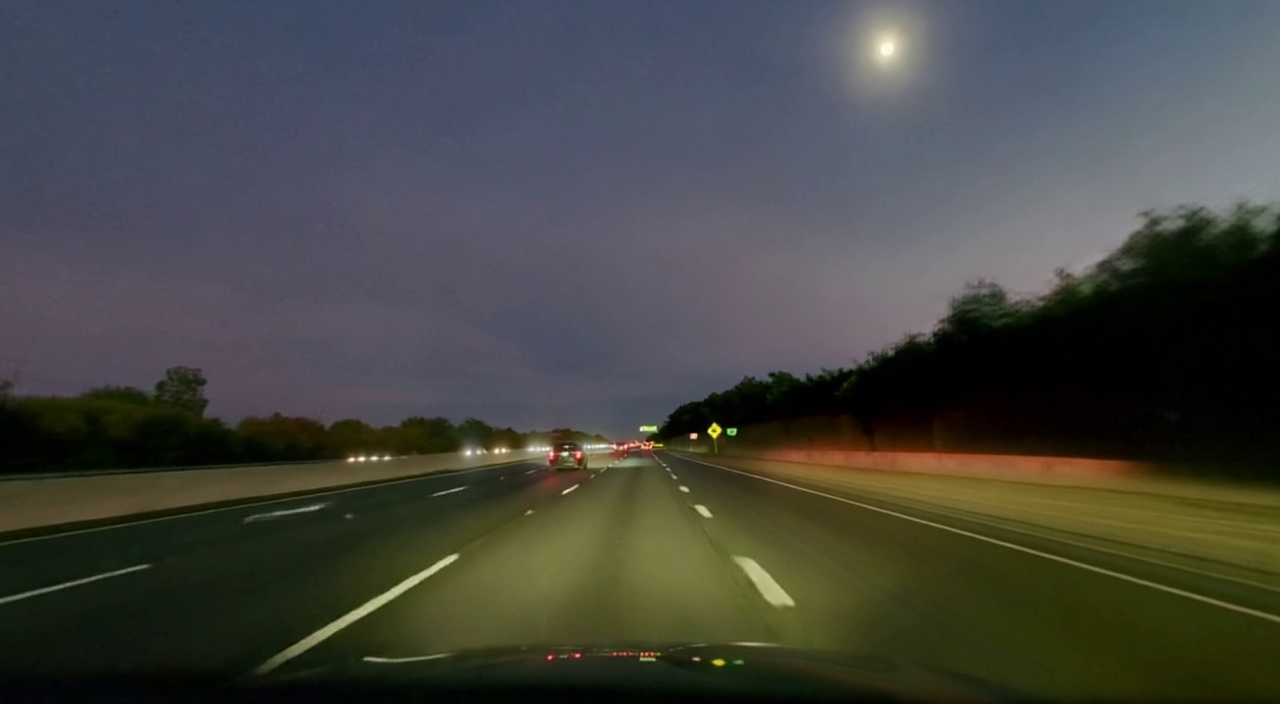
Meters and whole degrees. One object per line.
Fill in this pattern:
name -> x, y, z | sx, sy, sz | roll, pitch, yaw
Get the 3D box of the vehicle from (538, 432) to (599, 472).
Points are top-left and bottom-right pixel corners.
vehicle -> -3.376, 4.853, 30.826 | 2.283, 1.802, 4.810 | 0, -8, 1
